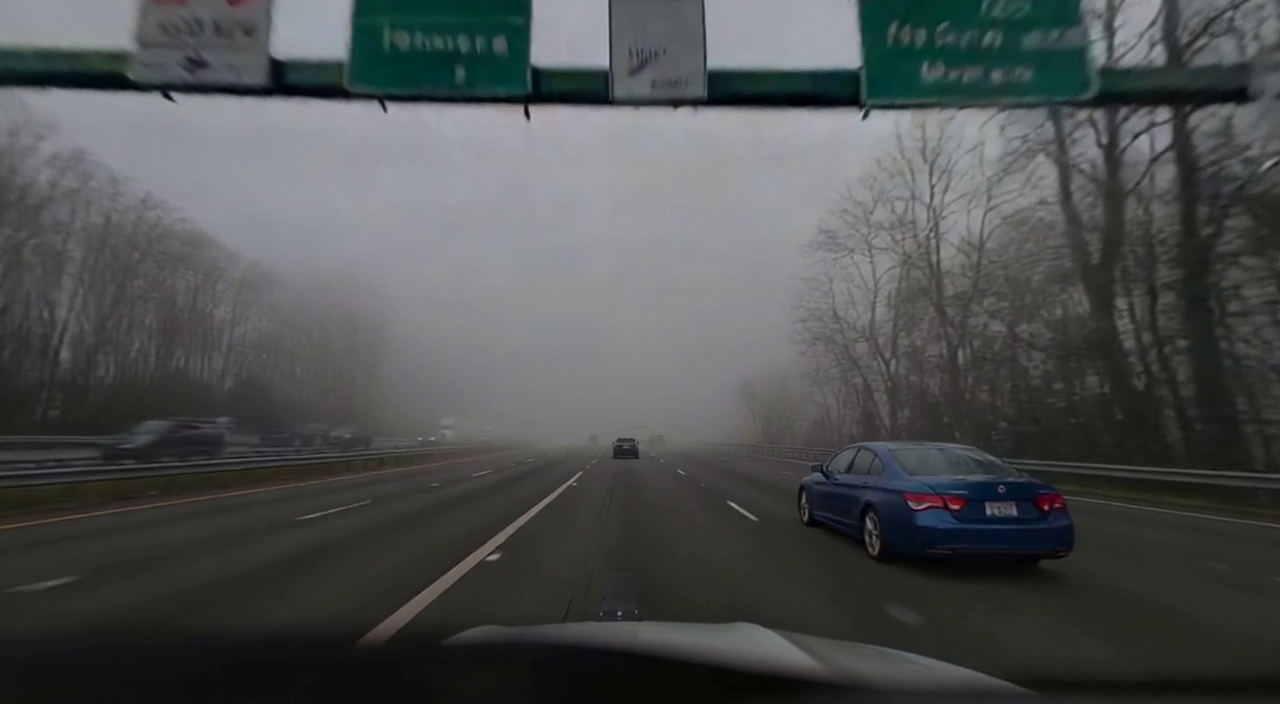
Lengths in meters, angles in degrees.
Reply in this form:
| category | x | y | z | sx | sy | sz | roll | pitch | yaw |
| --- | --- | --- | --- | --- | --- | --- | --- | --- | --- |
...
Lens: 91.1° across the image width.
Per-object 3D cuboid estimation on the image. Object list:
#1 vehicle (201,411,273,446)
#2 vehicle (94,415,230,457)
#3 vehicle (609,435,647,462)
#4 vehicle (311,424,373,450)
| category | x | y | z | sx | sy | sz | roll | pitch | yaw |
| --- | --- | --- | --- | --- | --- | --- | --- | --- | --- |
| vehicle | -30.519 | 5.856 | 47.747 | 2.277 | 2.498 | 4.662 | 0 | -8 | 0 |
| vehicle | -18.559 | 3.307 | 24.715 | 1.953 | 1.511 | 4.353 | 0 | -8 | -1 |
| vehicle | -0.749 | 5.687 | 37.268 | 2.121 | 1.445 | 4.187 | 0 | -8 | -2 |
| vehicle | -18.030 | 5.187 | 38.232 | 1.874 | 1.504 | 3.926 | 0 | -8 | -1 |
